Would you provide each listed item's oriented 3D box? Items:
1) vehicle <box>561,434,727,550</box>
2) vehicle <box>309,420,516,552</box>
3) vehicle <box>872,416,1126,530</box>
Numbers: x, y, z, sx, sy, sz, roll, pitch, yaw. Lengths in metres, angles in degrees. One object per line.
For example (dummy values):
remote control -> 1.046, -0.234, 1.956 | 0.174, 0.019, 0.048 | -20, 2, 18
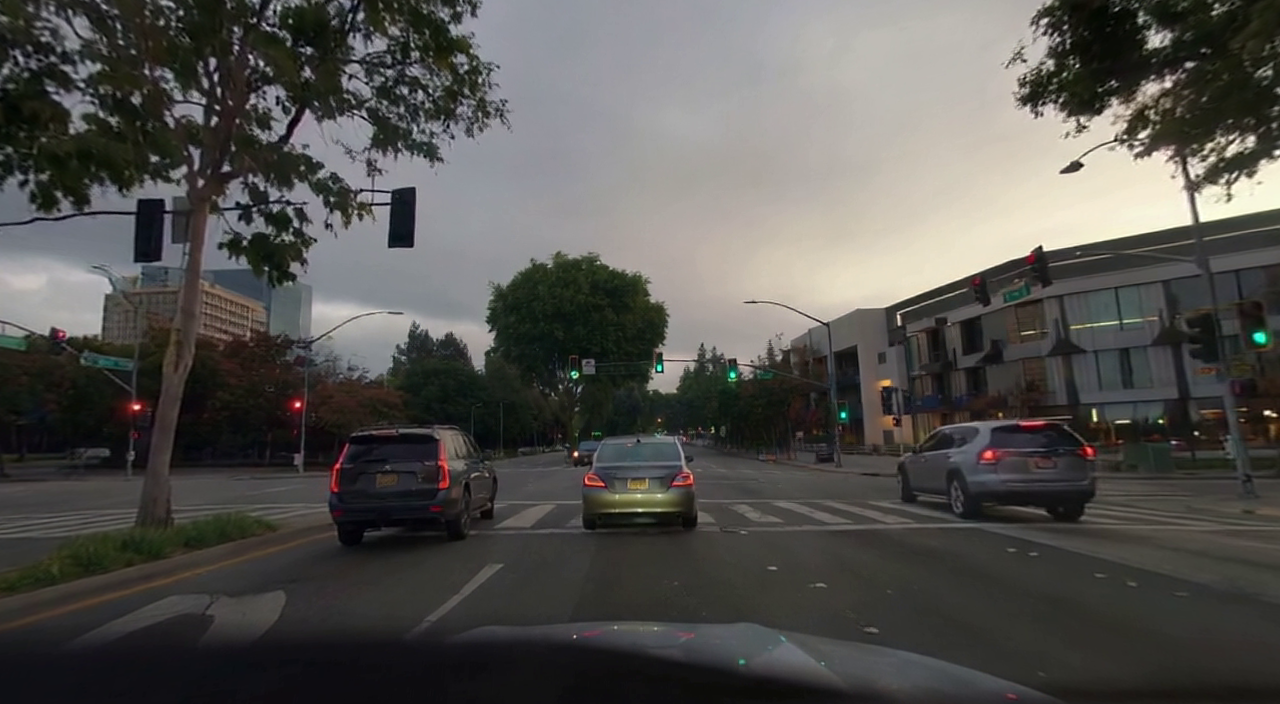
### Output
vehicle -> 0.052, 2.146, 10.360 | 2.190, 1.522, 3.850 | 0, -8, 0
vehicle -> -3.454, 2.106, 10.667 | 2.081, 1.719, 4.434 | 1, -8, -4
vehicle -> 6.791, 2.345, 12.927 | 2.079, 1.828, 5.323 | 0, -8, 0
